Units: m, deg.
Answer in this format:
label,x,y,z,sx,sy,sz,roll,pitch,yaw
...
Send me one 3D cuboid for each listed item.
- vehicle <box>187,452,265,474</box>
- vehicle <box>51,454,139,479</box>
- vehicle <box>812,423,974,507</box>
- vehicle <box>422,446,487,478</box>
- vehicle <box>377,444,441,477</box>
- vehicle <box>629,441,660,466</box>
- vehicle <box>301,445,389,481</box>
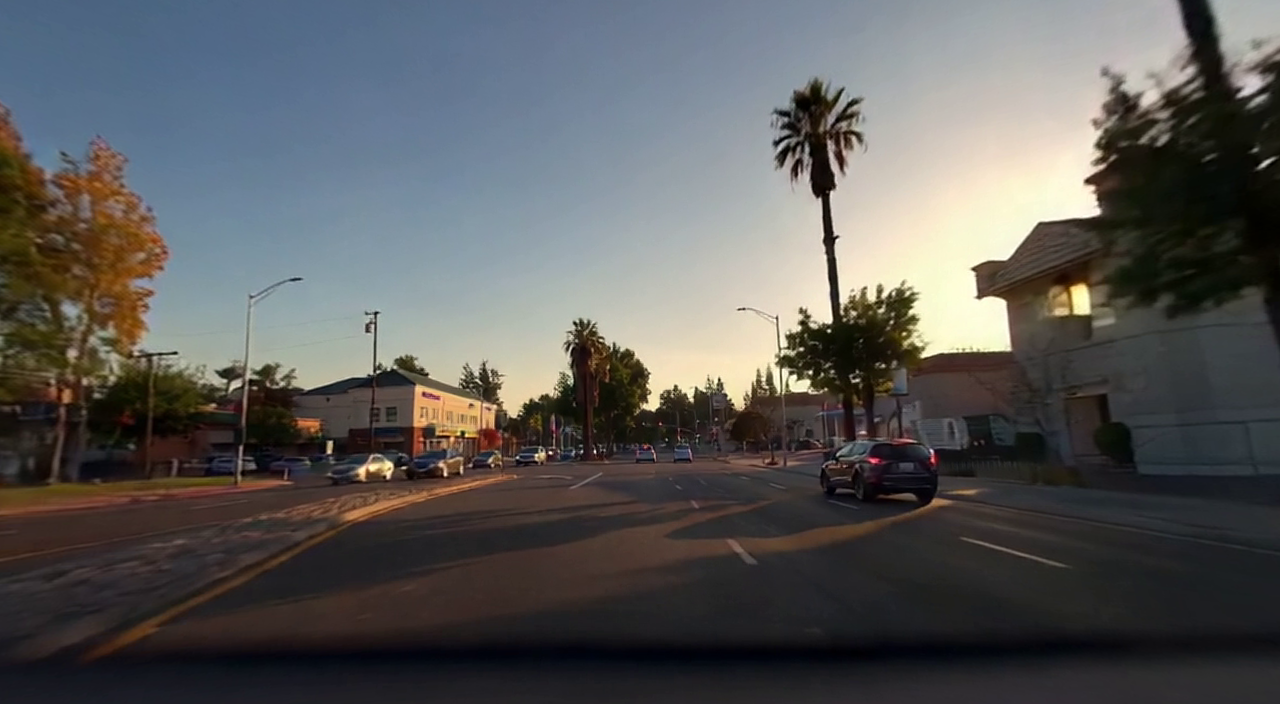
label,x,y,z,sx,sy,sz,roll,pitch,yaw
vehicle,-32.414,8.705,49.639,4.623,1.572,2.097,0,-10,0
vehicle,-35.203,7.392,40.918,3.864,1.530,1.961,-1,-8,1
vehicle,6.284,2.871,16.505,2.066,1.807,4.893,0,-9,-1
vehicle,-9.211,5.489,31.817,1.891,1.473,4.297,-1,-9,1
vehicle,-12.847,6.066,35.492,1.958,1.701,4.082,-1,-8,1
vehicle,0.328,7.506,46.799,2.177,1.754,3.815,-1,-8,1
vehicle,-16.182,6.098,35.116,2.183,1.814,5.403,-1,-9,1
